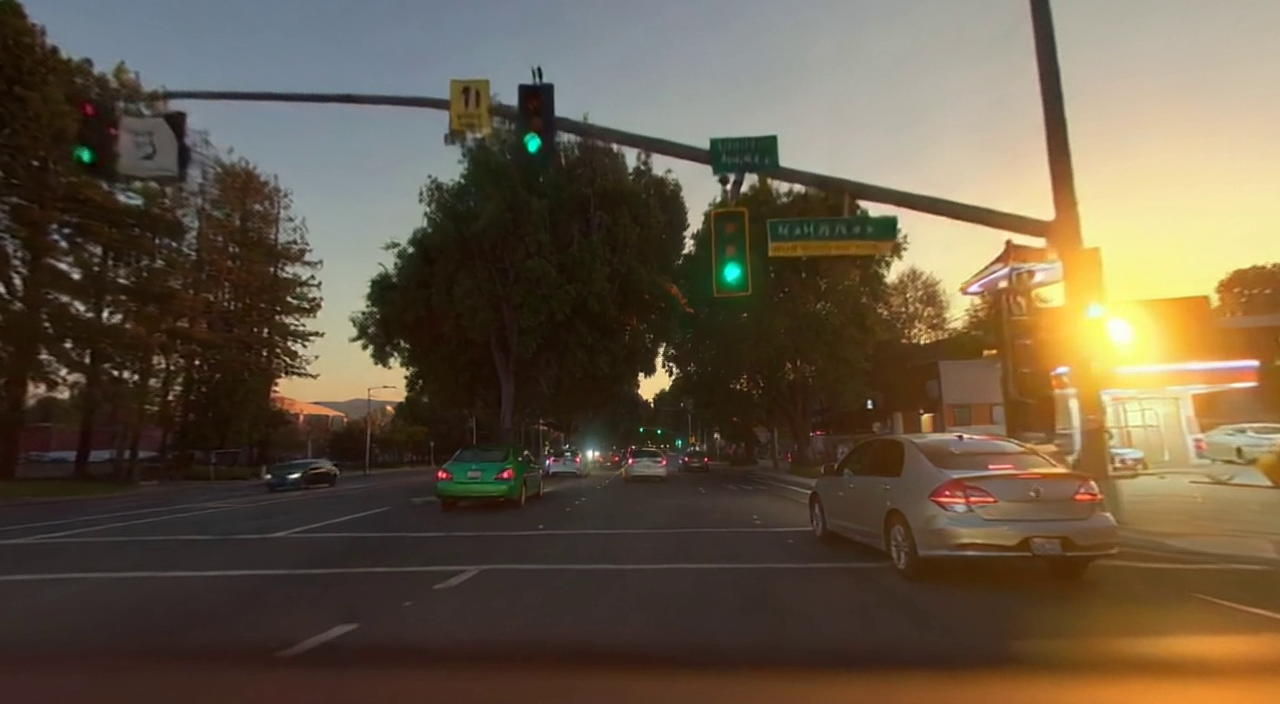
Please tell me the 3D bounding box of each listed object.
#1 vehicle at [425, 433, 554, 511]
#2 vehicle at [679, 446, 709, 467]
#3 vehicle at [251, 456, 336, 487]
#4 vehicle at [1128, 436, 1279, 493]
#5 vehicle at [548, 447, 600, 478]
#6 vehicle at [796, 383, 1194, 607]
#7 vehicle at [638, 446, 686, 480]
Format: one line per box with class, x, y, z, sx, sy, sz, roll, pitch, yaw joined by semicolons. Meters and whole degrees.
vehicle;-3.618;2.976;16.186;2.023;1.687;4.874;0;-8;1
vehicle;4.038;7.877;47.809;1.920;1.479;4.548;0;-8;0
vehicle;-18.143;6.245;33.255;1.858;1.460;4.447;-1;-8;1
vehicle;17.714;3.313;18.962;2.081;1.482;4.860;0;-8;-1
vehicle;-3.247;5.512;31.847;1.995;1.436;4.500;-1;-8;2
vehicle;3.469;1.499;7.482;1.992;1.805;4.549;0;-8;-1
vehicle;0.926;5.028;28.857;1.994;1.433;3.894;0;-8;-1
